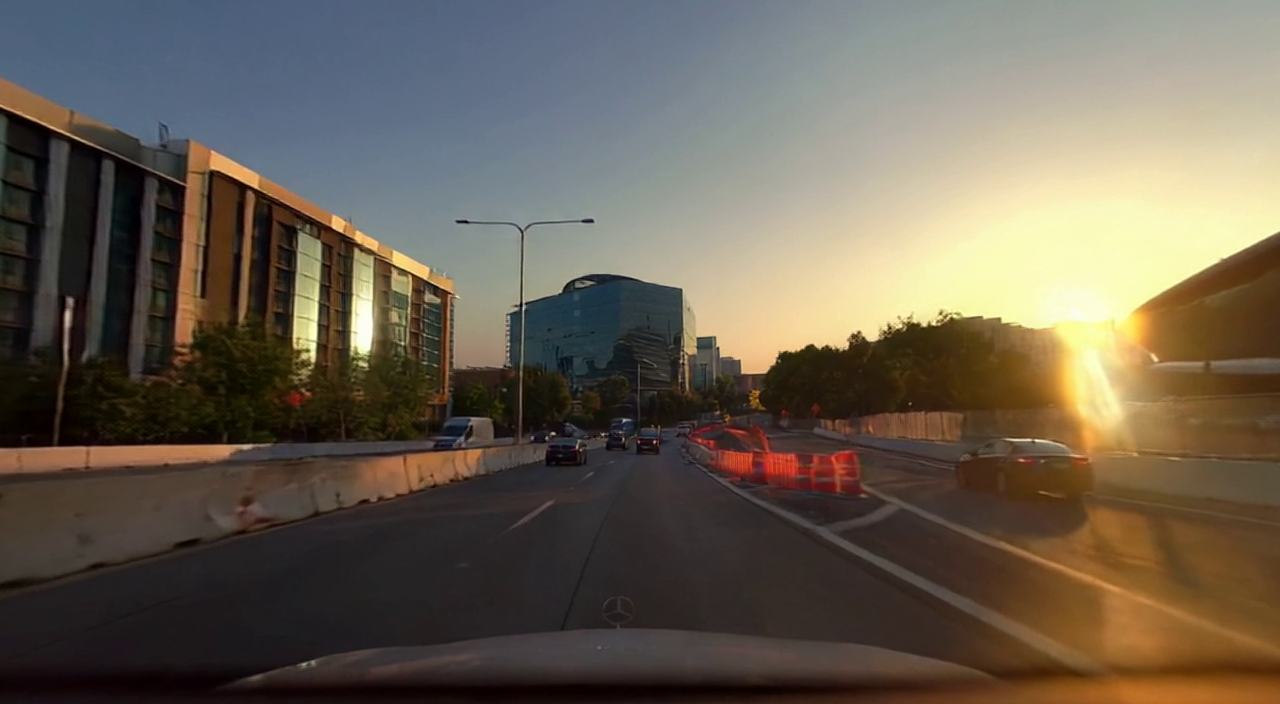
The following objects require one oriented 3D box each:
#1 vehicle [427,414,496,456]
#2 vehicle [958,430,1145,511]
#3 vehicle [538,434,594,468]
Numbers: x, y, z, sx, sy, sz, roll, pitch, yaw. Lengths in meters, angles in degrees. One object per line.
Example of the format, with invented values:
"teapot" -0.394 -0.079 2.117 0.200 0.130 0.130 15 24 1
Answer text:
"vehicle" -12.468 5.879 44.729 2.297 2.733 7.664 0 -8 3
"vehicle" 8.698 2.472 13.739 1.913 1.499 3.581 -1 -8 6
"vehicle" -3.253 4.404 28.392 1.848 1.406 4.013 0 -8 3
